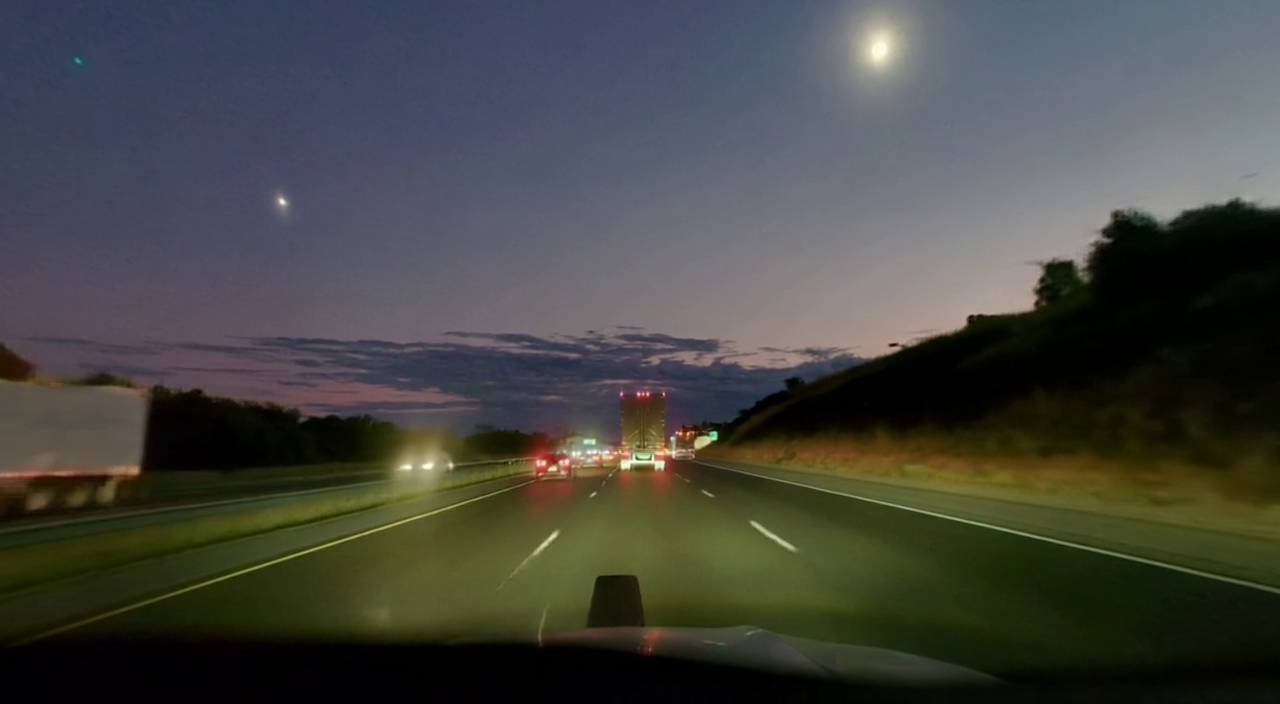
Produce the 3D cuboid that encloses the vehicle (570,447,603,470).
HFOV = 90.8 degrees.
[{"bbox_3d":[-3.737,7.513,44.876,2.051,1.537,4.111,0,-9,-1],"label":"vehicle"}]

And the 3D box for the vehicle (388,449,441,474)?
[{"bbox_3d":[-15.485,7.531,43.592,1.964,1.637,4.391,0,-9,0],"label":"vehicle"}]

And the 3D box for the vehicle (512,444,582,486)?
[{"bbox_3d":[-3.593,4.446,25.220,2.053,1.489,4.740,0,-9,0],"label":"vehicle"}]

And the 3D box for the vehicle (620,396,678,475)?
[{"bbox_3d":[0.414,5.103,37.928,2.919,4.048,11.010,0,-9,0],"label":"vehicle"}]

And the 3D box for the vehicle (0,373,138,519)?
[{"bbox_3d":[-19.550,2.253,15.200,2.924,4.077,14.552,0,-9,0],"label":"vehicle"}]
